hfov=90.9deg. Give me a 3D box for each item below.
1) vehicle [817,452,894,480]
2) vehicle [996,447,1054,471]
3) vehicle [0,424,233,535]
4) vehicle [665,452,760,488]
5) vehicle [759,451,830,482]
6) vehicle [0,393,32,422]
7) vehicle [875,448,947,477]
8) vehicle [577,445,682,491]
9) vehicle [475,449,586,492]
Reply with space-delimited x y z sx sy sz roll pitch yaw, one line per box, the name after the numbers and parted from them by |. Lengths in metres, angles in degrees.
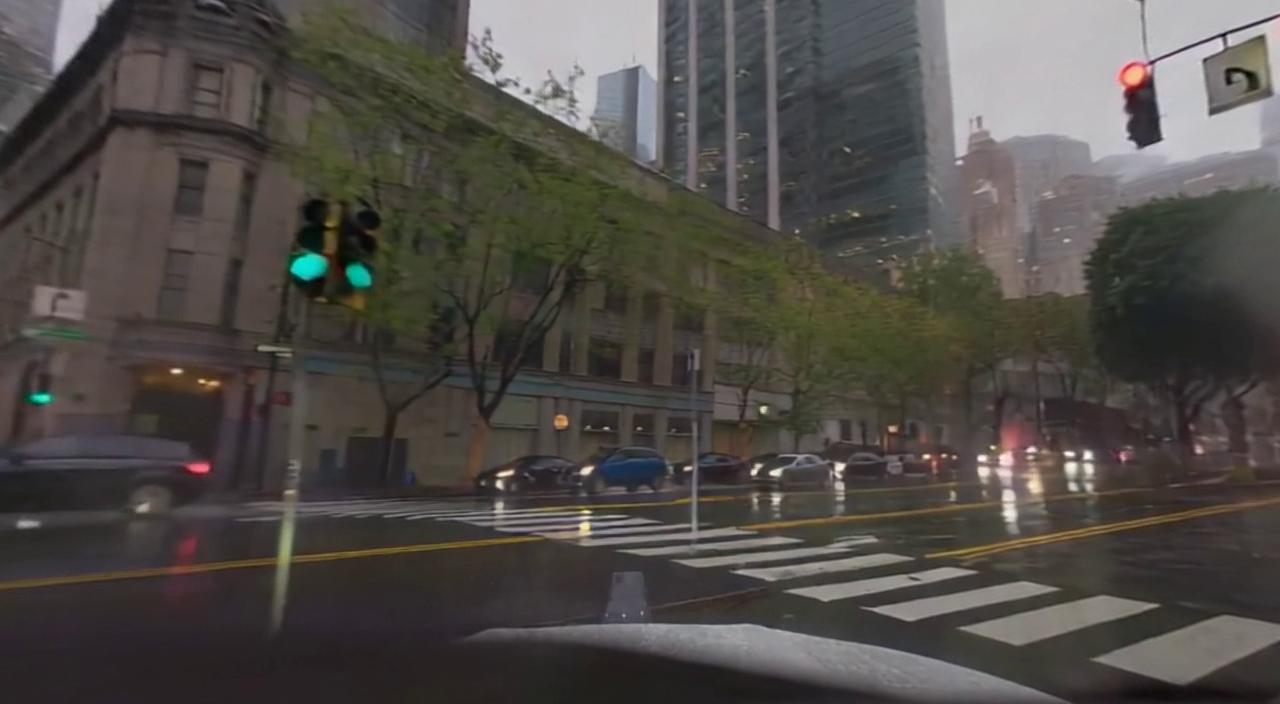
12.481 6.546 36.456 4.494 1.481 1.783 6 -10 -34 | vehicle
28.890 7.973 47.242 4.574 1.700 1.911 6 -10 -34 | vehicle
-9.573 2.061 10.516 4.291 1.606 1.859 8 -12 -43 | vehicle
3.538 5.653 30.528 4.418 1.556 1.814 6 -10 -34 | vehicle
8.353 6.157 34.011 3.522 1.546 1.721 6 -10 -34 | vehicle
-42.164 3.680 41.689 1.891 1.706 4.441 5 -10 -33 | vehicle
16.974 6.846 39.465 4.502 1.696 1.884 6 -10 -33 | vehicle
-0.431 5.096 28.073 4.289 1.875 1.963 6 -10 -35 | vehicle
-4.367 4.736 25.506 4.035 1.586 1.738 6 -10 -34 | vehicle
